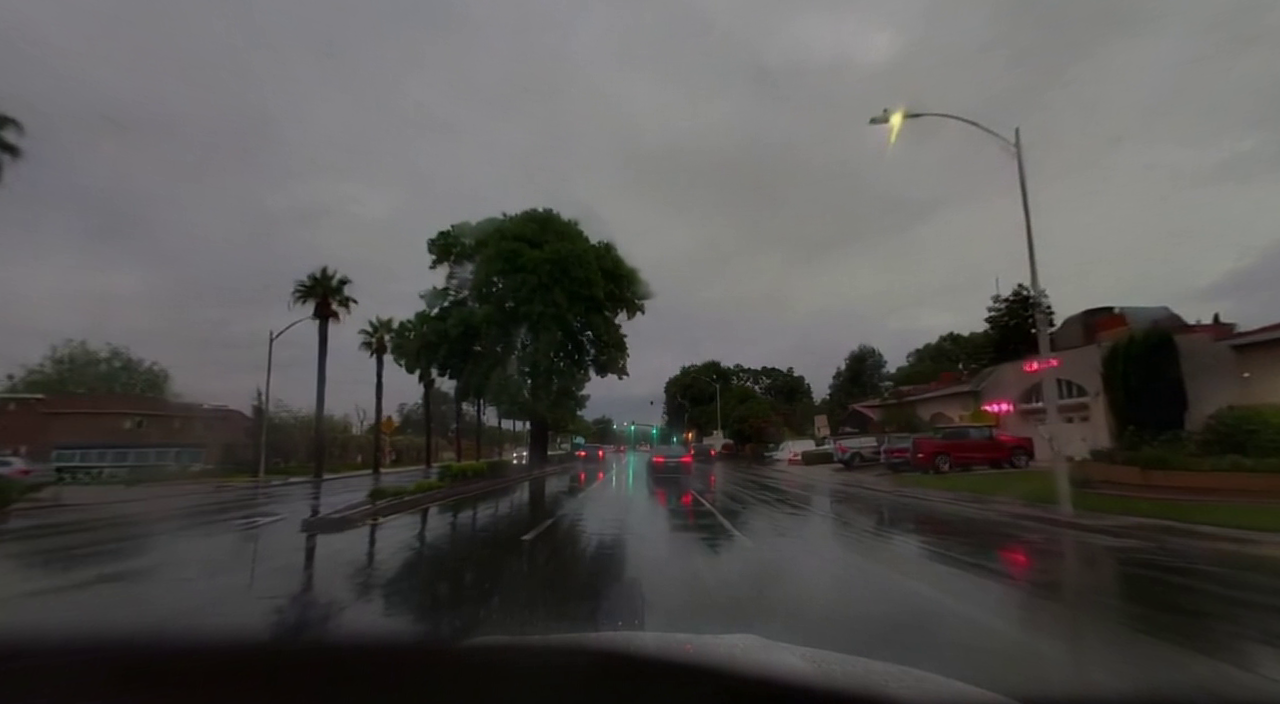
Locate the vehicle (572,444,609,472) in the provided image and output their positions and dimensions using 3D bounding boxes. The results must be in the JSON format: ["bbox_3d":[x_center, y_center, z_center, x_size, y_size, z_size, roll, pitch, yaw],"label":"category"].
[{"bbox_3d":[-3.232,7.054,42.162,2.084,1.735,4.528,0,-8,0],"label":"vehicle"}]

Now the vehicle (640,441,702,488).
[{"bbox_3d":[1.136,4.423,25.148,2.084,1.682,4.148,1,-9,-3],"label":"vehicle"}]

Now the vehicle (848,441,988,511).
[{"bbox_3d":[7.718,3.436,18.008,2.012,1.737,4.129,0,-9,-2],"label":"vehicle"}]

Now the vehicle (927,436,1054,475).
[{"bbox_3d":[15.508,4.601,28.062,4.489,1.557,1.792,-2,-9,2],"label":"vehicle"}]

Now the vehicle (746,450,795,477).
[{"bbox_3d":[7.740,6.608,37.687,1.947,1.474,4.634,0,-9,0],"label":"vehicle"}]
